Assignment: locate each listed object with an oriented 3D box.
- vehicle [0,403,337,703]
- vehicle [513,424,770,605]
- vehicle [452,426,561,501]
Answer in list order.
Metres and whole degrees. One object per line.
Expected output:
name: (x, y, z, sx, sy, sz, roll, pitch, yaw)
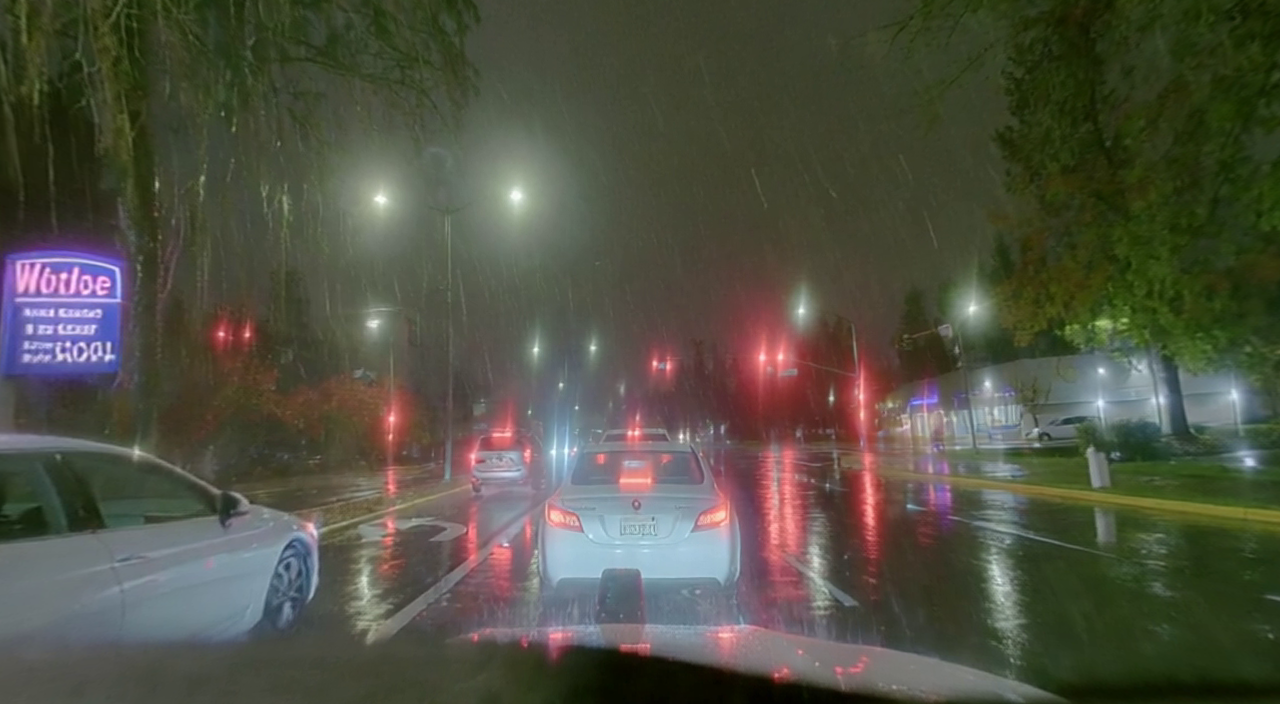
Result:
vehicle: (-3.490, 1.020, 2.933, 1.961, 1.487, 4.453, 0, -8, 0)
vehicle: (-0.048, 1.640, 7.290, 2.126, 1.475, 3.967, 0, -8, -2)
vehicle: (-3.431, 2.957, 17.099, 2.046, 1.751, 4.208, 0, -8, -1)
